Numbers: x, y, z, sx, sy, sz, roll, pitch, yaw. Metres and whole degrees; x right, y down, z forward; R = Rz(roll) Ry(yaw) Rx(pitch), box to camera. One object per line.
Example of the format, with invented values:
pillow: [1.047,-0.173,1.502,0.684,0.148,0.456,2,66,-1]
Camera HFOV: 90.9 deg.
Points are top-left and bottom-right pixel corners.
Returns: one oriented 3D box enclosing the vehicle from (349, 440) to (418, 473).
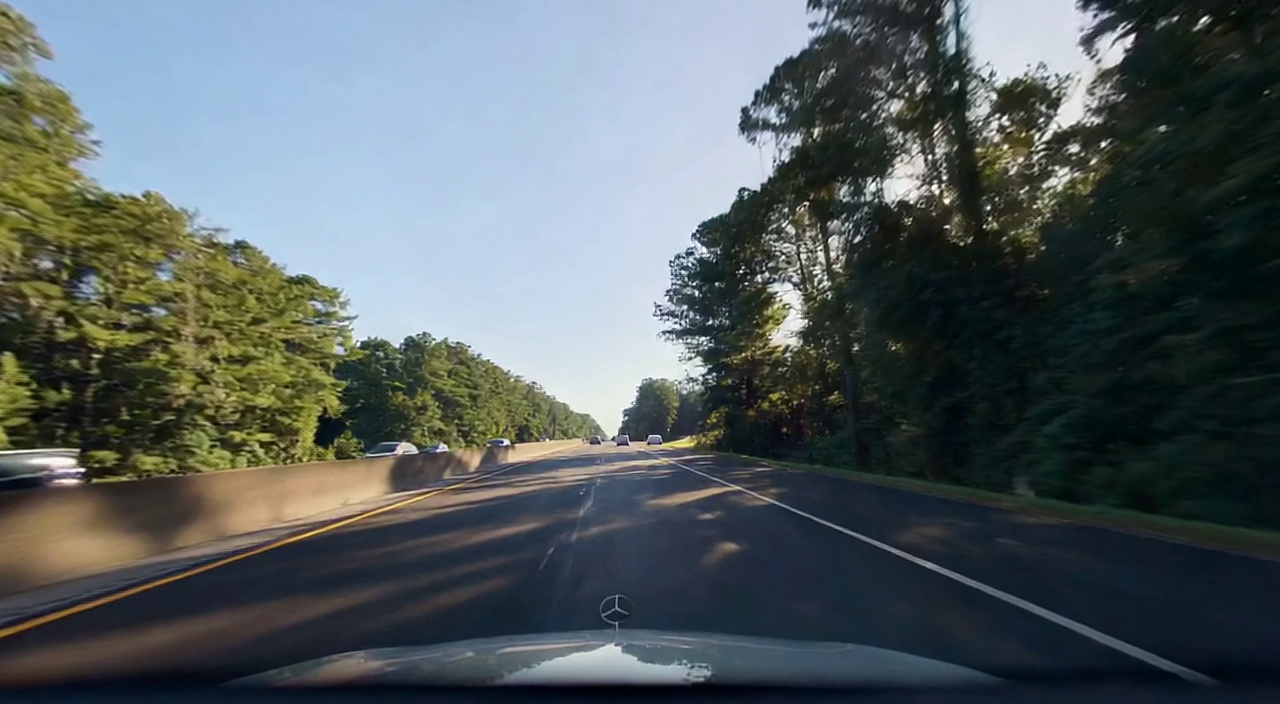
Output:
vehicle: [-12.630,5.135,31.287,1.908,1.459,3.917,0,-8,-3]
